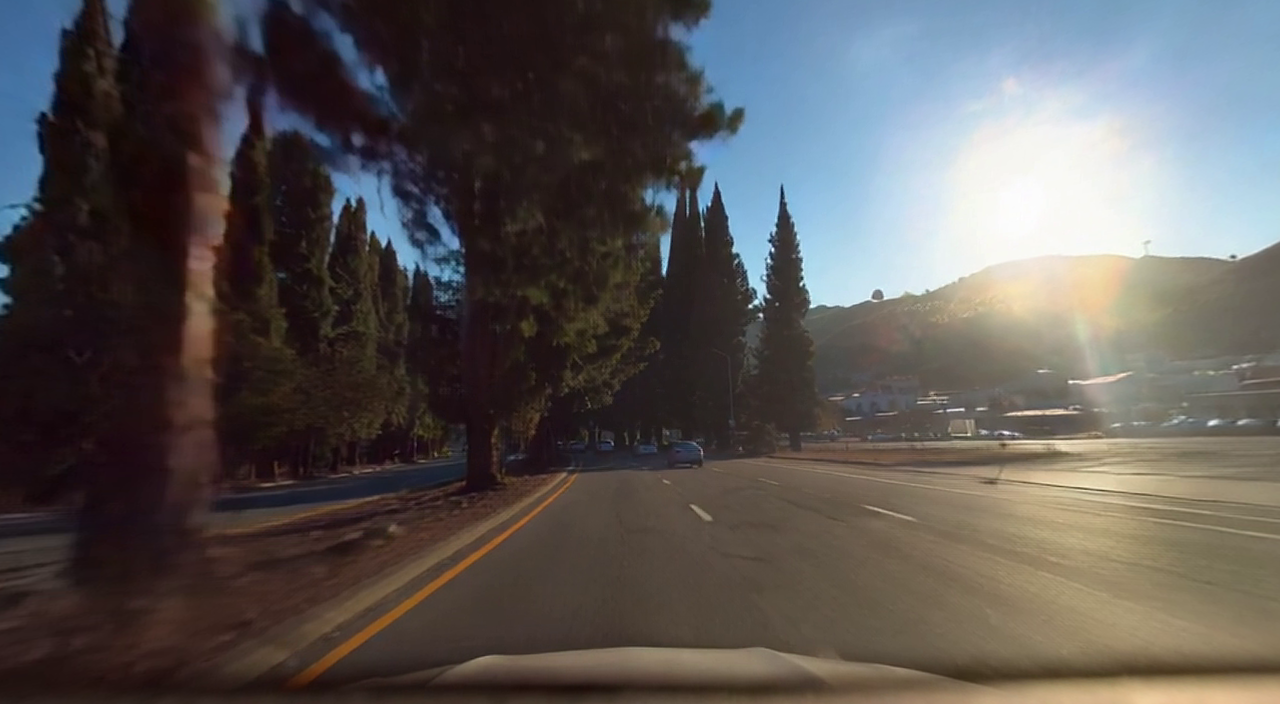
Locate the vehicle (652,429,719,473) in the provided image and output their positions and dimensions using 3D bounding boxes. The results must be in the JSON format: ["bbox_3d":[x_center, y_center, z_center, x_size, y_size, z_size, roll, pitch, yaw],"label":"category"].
[{"bbox_3d":[1.880,4.294,27.460,2.253,1.756,4.313,1,-8,-4],"label":"vehicle"}]

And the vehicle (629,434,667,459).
[{"bbox_3d":[0.547,7.255,48.313,2.210,1.788,4.293,1,-8,-8],"label":"vehicle"}]
